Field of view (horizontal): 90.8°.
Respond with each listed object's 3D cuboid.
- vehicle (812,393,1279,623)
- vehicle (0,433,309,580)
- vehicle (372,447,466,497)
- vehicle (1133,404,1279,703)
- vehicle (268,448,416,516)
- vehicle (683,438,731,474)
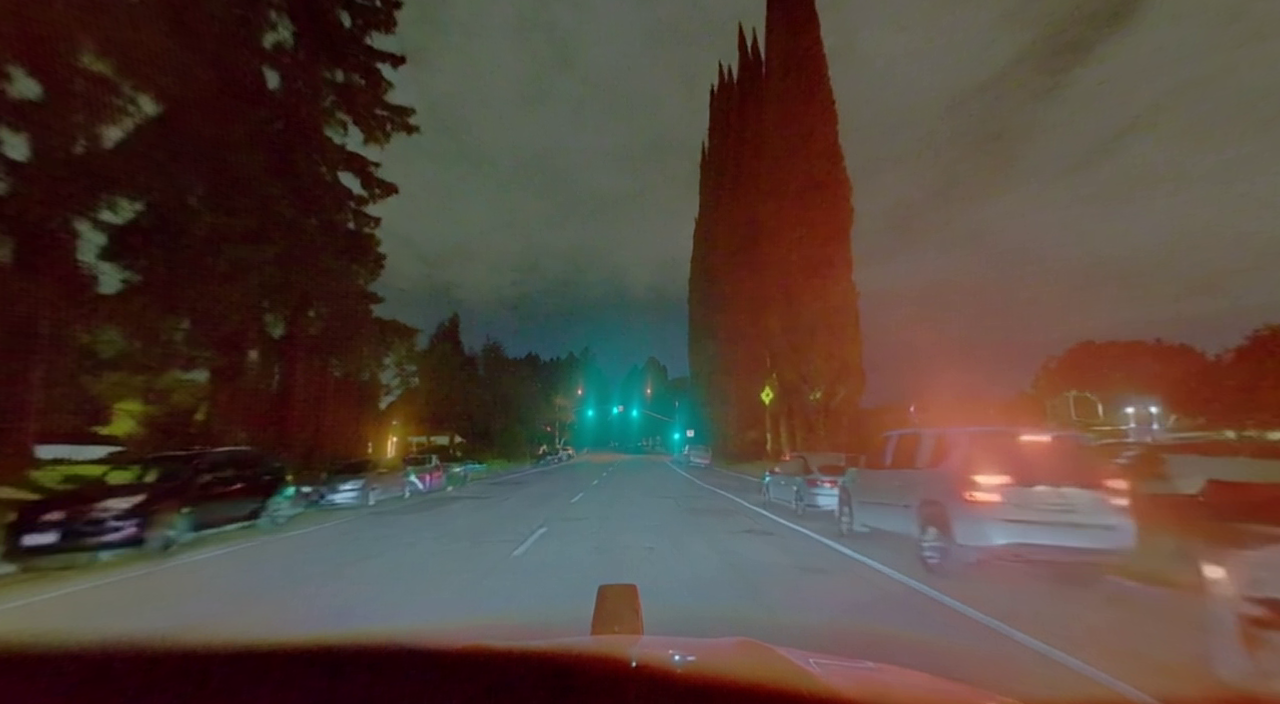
[{"bbox_3d":[3.936,1.600,7.612,2.148,1.777,5.196,0,-8,-1],"label":"vehicle"},{"bbox_3d":[-7.471,2.199,10.050,2.091,1.724,4.536,-1,-7,-2],"label":"vehicle"},{"bbox_3d":[-7.750,4.218,22.596,1.965,1.501,3.892,-1,-7,0],"label":"vehicle"},{"bbox_3d":[3.841,0.814,1.445,1.914,1.552,4.321,0,-8,0],"label":"vehicle"},{"bbox_3d":[-7.721,3.350,16.915,2.013,1.550,4.290,0,-8,-2],"label":"vehicle"},{"bbox_3d":[3.682,5.829,35.604,2.034,1.906,4.653,0,-8,-2],"label":"vehicle"}]
